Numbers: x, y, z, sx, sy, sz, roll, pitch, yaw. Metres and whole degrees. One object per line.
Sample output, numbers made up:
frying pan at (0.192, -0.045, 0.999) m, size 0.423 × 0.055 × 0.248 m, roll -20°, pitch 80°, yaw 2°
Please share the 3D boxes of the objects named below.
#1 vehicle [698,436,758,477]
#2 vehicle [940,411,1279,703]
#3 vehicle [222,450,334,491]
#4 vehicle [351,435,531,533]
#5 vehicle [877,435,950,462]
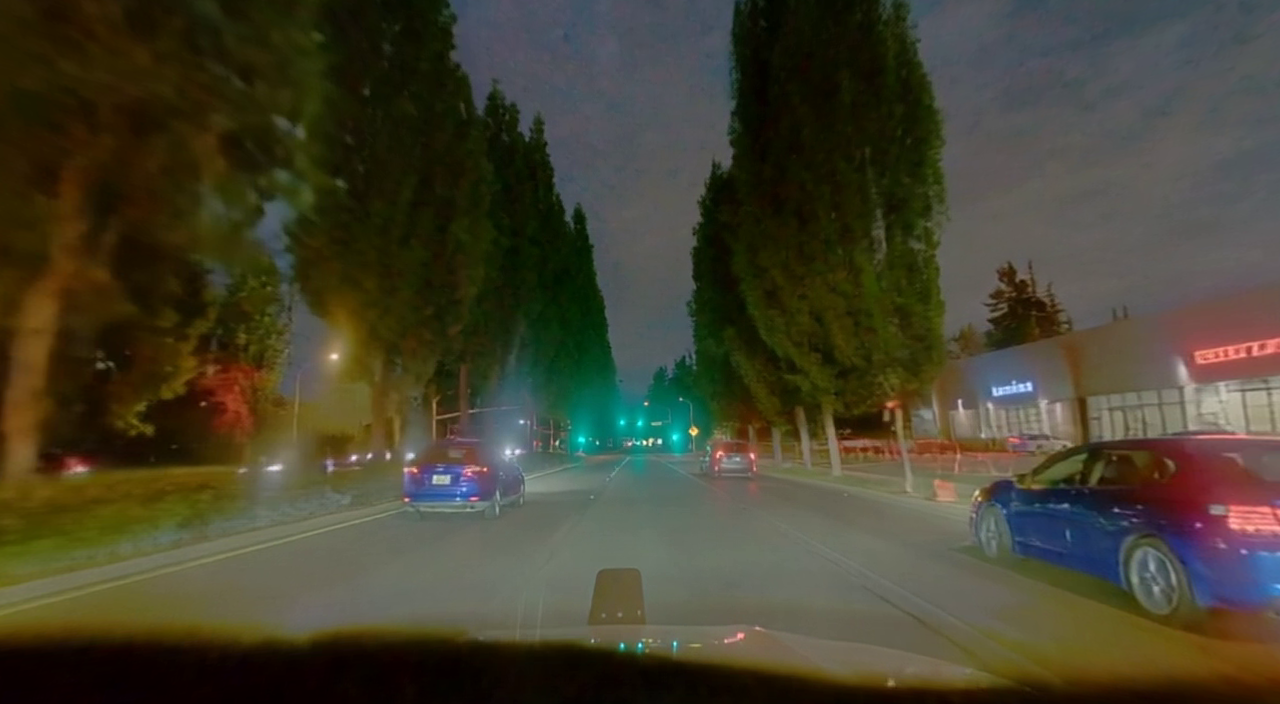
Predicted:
vehicle at (4.184, 5.066, 30.884) m, size 2.159 × 1.793 × 4.735 m, roll 0°, pitch -9°, yaw -1°
vehicle at (4.129, 1.288, 4.775) m, size 1.827 × 1.491 × 3.743 m, roll 0°, pitch -9°, yaw -1°
vehicle at (-14.501, 4.734, 25.650) m, size 1.826 × 1.496 × 4.538 m, roll 0°, pitch -9°, yaw 0°
vehicle at (-3.378, 2.317, 11.704) m, size 2.020 × 1.474 × 4.098 m, roll 0°, pitch -9°, yaw 0°
vehicle at (17.002, 6.020, 39.559) m, size 1.941 × 1.559 × 4.633 m, roll 1°, pitch -9°, yaw -8°
